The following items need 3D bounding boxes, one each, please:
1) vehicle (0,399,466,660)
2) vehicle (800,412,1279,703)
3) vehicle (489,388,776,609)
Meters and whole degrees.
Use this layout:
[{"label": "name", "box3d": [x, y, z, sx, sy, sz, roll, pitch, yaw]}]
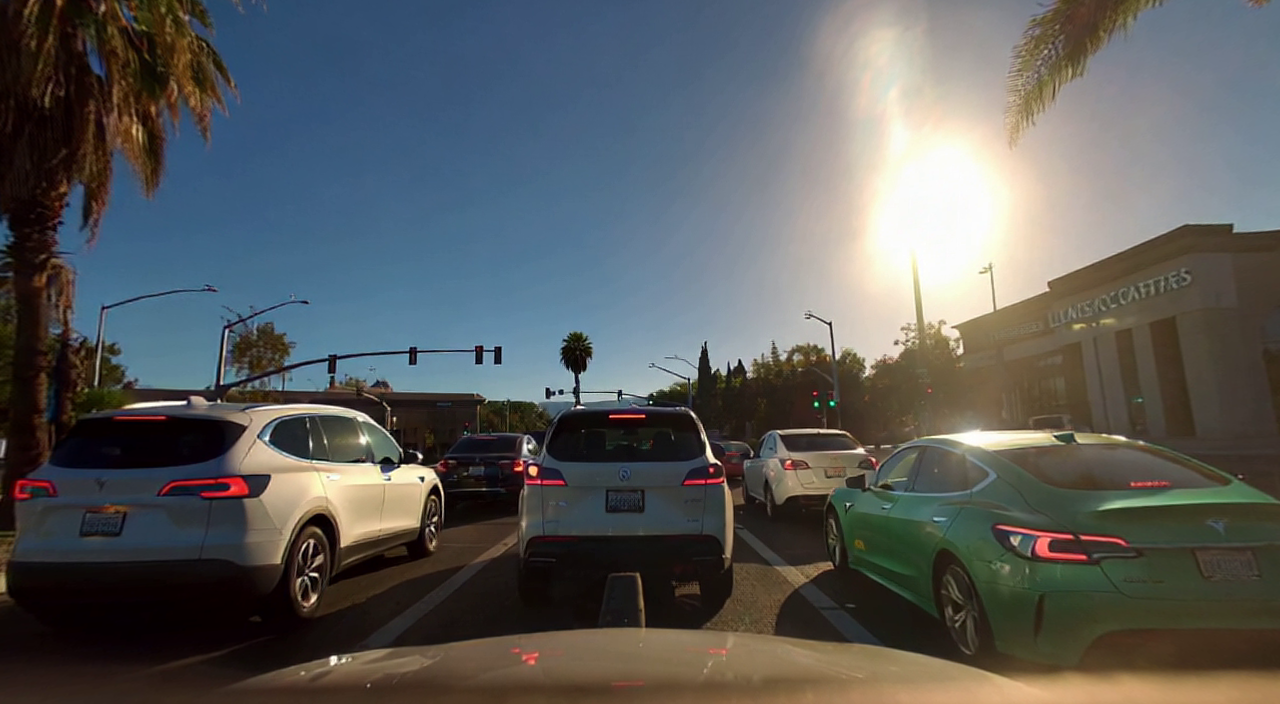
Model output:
[{"label": "vehicle", "box3d": [-3.354, 1.385, 6.050, 2.014, 1.534, 4.455, 0, -8, 1]}, {"label": "vehicle", "box3d": [2.969, 1.371, 5.250, 2.017, 1.491, 4.611, 0, -8, -1]}, {"label": "vehicle", "box3d": [-0.123, 1.487, 7.293, 2.280, 1.747, 4.361, 0, -8, -2]}]
